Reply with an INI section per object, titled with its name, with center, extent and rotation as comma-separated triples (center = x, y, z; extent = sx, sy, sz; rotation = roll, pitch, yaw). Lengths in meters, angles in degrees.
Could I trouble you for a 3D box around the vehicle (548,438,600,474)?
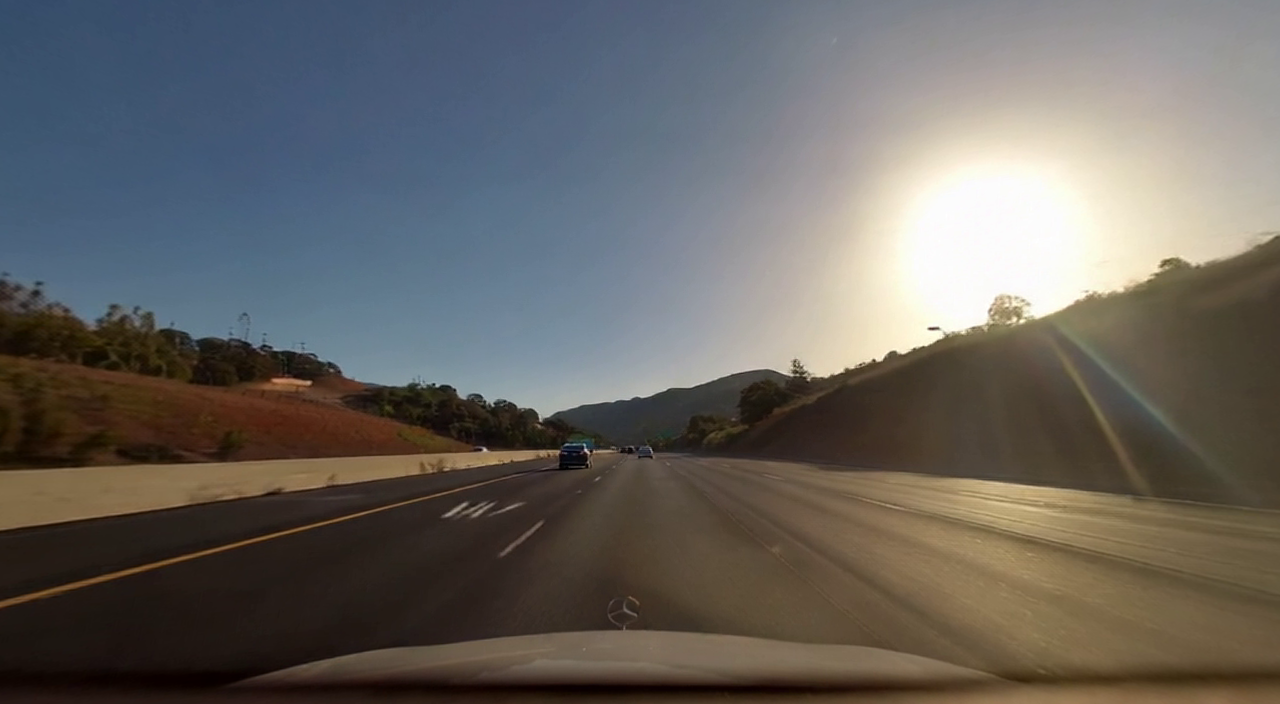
[vehicle]
center = -3.297, 5.325, 32.490
extent = 2.072, 1.706, 4.359
rotation = 0, -8, 2
